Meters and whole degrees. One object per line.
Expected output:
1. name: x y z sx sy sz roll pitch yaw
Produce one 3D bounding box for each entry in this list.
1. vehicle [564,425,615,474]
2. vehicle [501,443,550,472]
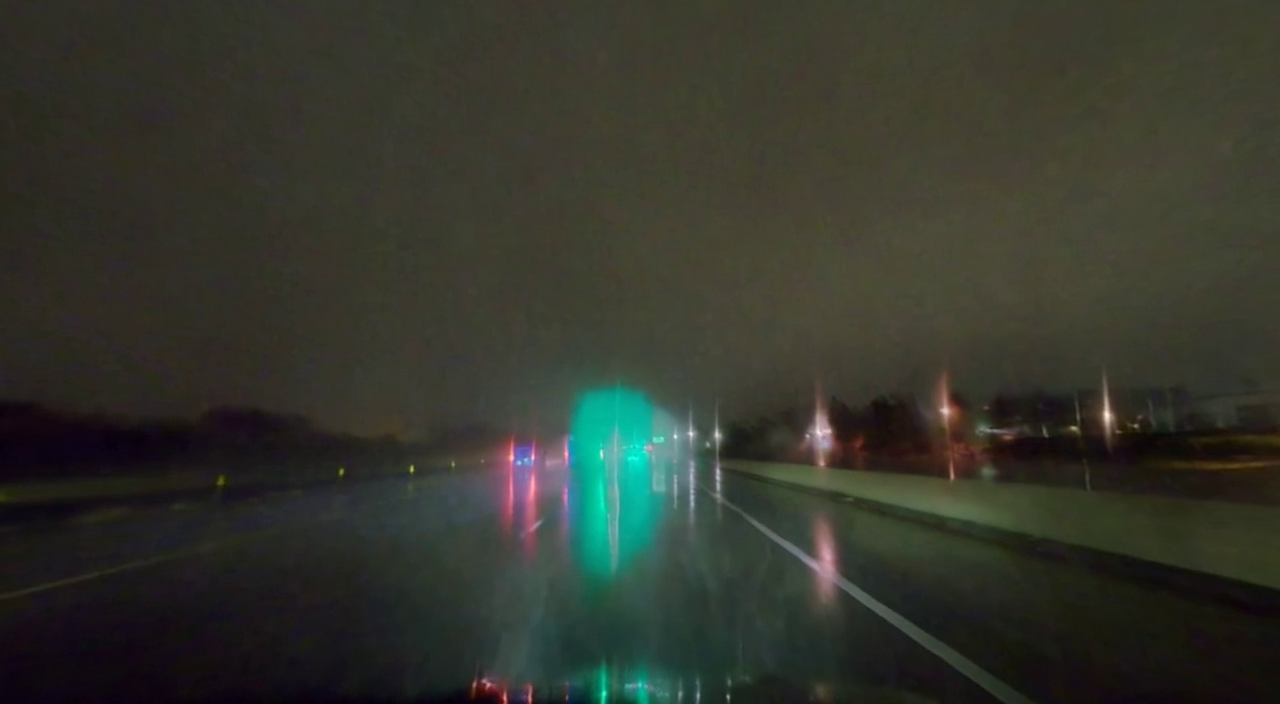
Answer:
1. vehicle: -2.814 5.694 36.800 2.437 2.565 5.829 0 -9 1
2. vehicle: -7.066 6.585 39.431 2.164 1.664 4.252 0 -9 1
